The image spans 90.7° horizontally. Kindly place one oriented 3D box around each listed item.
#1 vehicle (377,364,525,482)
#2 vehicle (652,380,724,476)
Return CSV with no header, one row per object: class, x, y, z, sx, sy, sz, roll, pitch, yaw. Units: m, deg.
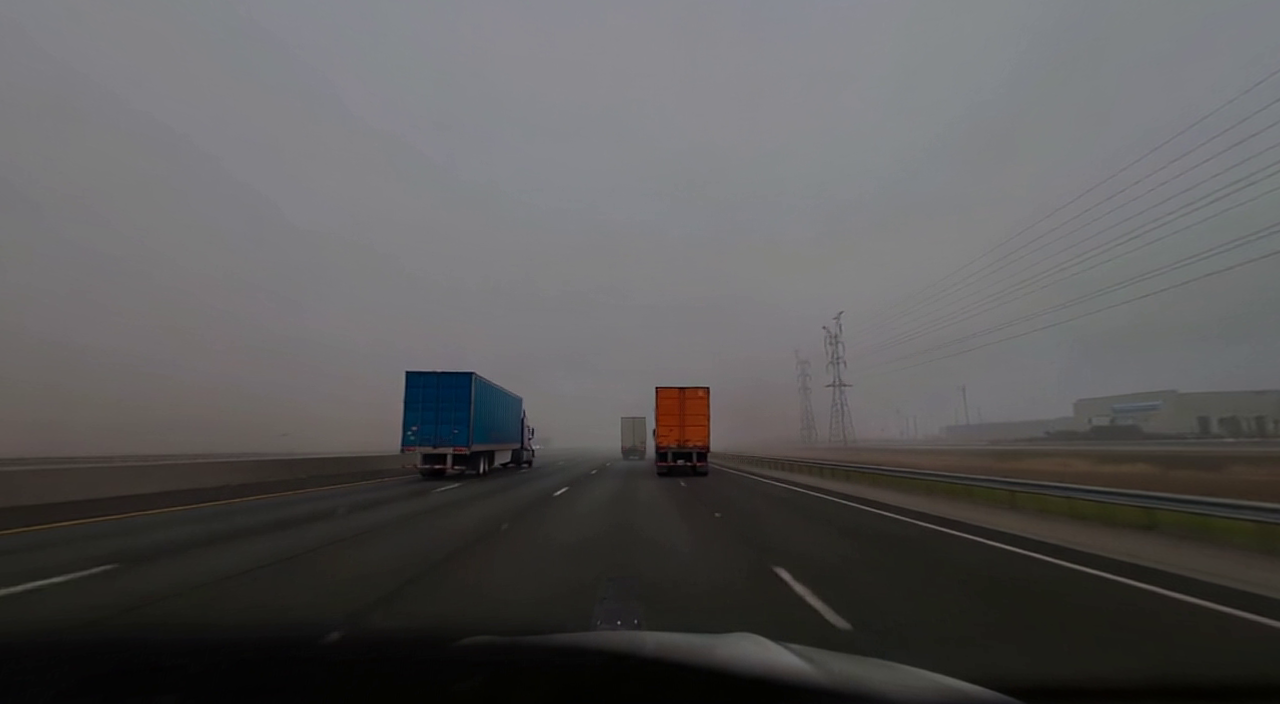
vehicle,-7.374,3.209,26.967,2.937,3.981,11.119,0,-8,0
vehicle,2.041,3.801,30.536,2.858,3.847,10.034,-1,-9,1
